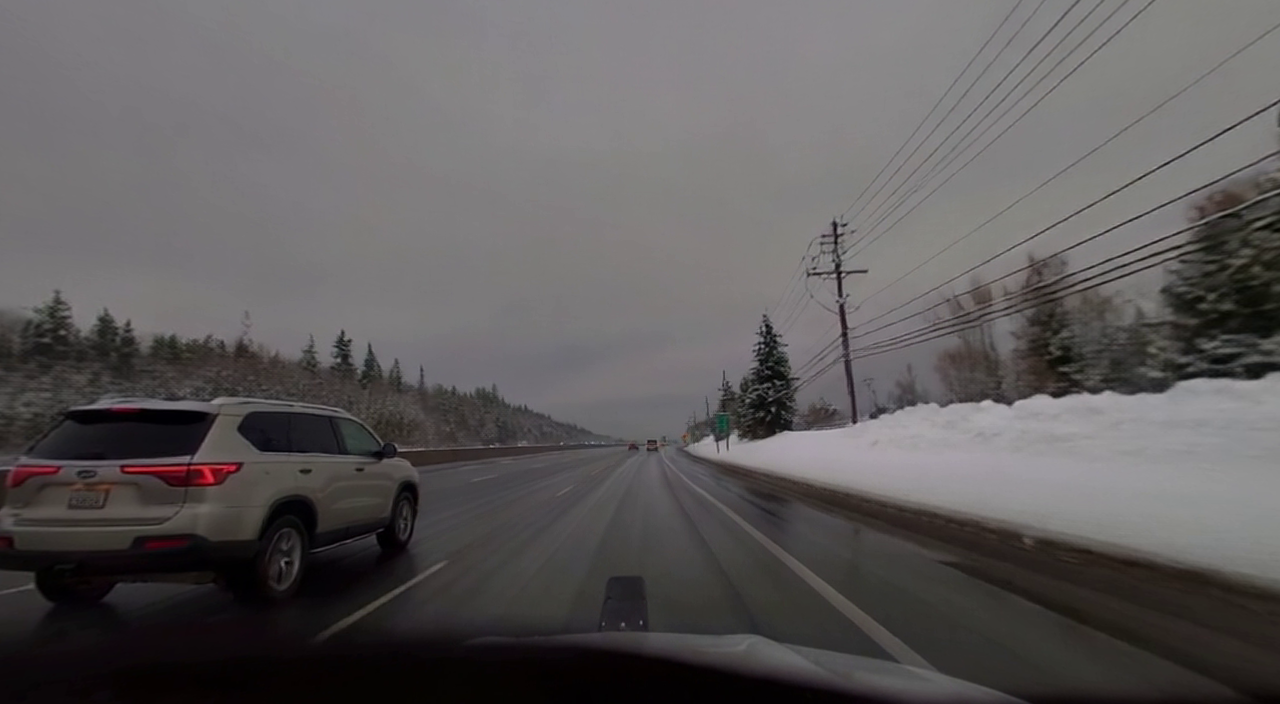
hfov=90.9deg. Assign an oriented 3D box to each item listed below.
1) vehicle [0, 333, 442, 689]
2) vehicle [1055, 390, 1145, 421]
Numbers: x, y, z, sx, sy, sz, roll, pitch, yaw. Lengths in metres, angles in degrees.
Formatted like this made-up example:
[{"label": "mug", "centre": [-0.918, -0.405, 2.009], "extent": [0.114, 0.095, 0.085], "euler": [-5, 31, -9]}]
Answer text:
[{"label": "vehicle", "centre": [-3.853, 1.235, 6.097], "extent": [2.136, 1.975, 5.037], "euler": [-1, -8, 1]}, {"label": "vehicle", "centre": [23.054, 2.741, 31.765], "extent": [1.717, 1.394, 3.687], "euler": [0, -8, 0]}]
